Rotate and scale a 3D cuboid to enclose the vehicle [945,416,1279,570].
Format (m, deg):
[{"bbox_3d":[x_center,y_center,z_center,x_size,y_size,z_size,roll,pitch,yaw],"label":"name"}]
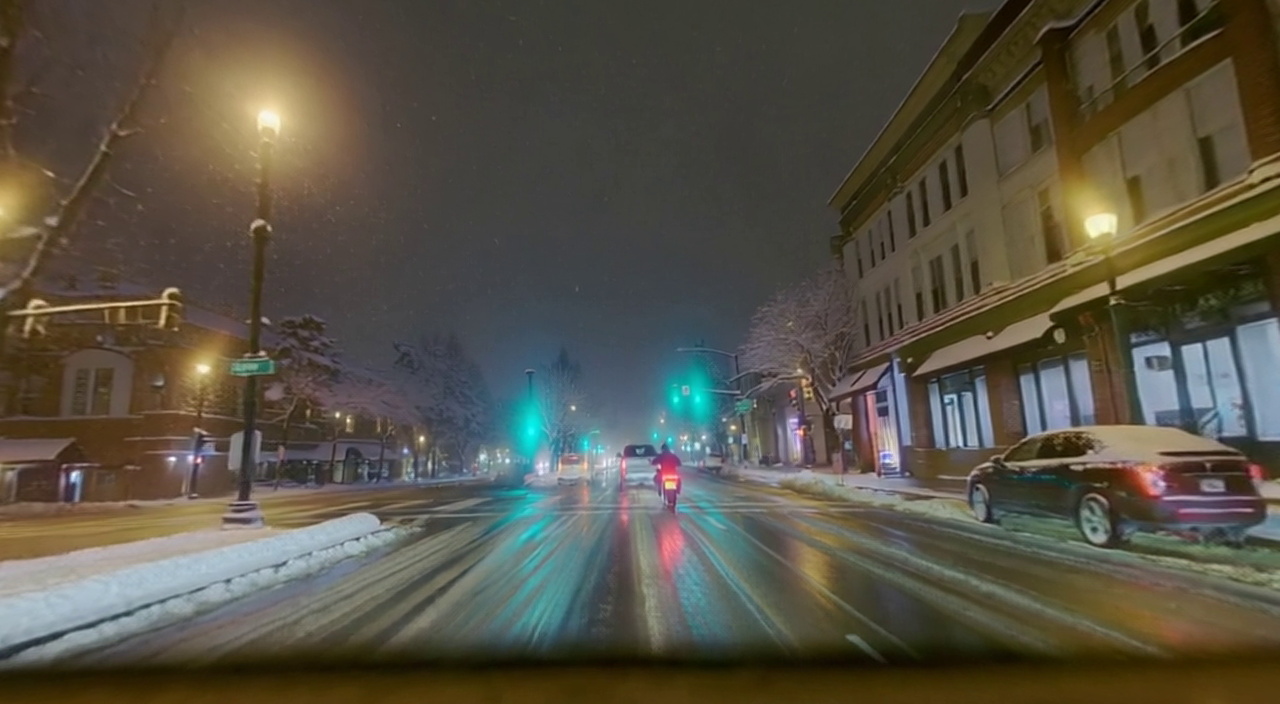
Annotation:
[{"bbox_3d":[7.163,2.028,9.974,2.018,1.772,4.968,0,-9,-2],"label":"vehicle"}]

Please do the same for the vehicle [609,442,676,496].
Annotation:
[{"bbox_3d":[0.019,4.223,23.245,2.223,1.775,4.250,0,-9,-2],"label":"vehicle"}]

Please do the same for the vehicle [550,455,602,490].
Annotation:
[{"bbox_3d":[-3.001,5.725,30.345,2.014,1.470,4.552,0,-9,0],"label":"vehicle"}]
